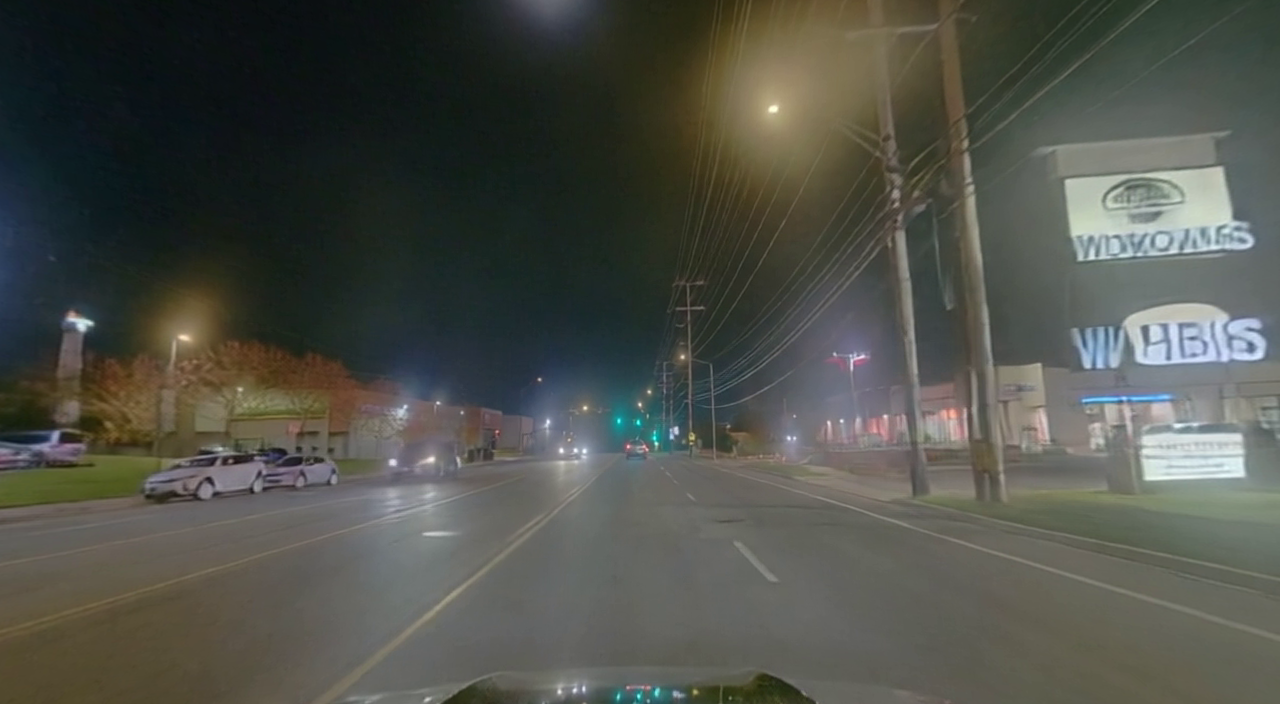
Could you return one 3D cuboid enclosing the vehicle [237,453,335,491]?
[{"bbox_3d":[-14.867,5.012,26.816,1.753,1.401,4.223,0,-8,-1],"label":"vehicle"}]

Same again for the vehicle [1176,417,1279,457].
[{"bbox_3d":[31.729,4.439,33.197,4.895,1.884,2.320,-1,-5,1],"label":"vehicle"}]

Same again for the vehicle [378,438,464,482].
[{"bbox_3d":[-9.343,4.619,27.440,1.940,1.698,5.028,0,-8,0],"label":"vehicle"}]

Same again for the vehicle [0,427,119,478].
[{"bbox_3d":[-23.939,3.868,24.517,5.233,1.880,2.362,4,-8,-28],"label":"vehicle"}]

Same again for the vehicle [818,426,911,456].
[{"bbox_3d":[13.514,5.373,38.208,4.836,1.750,2.079,0,-7,-1],"label":"vehicle"}]

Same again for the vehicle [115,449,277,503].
[{"bbox_3d":[-14.833,4.118,21.560,1.954,1.519,5.051,-1,-8,-1],"label":"vehicle"}]
